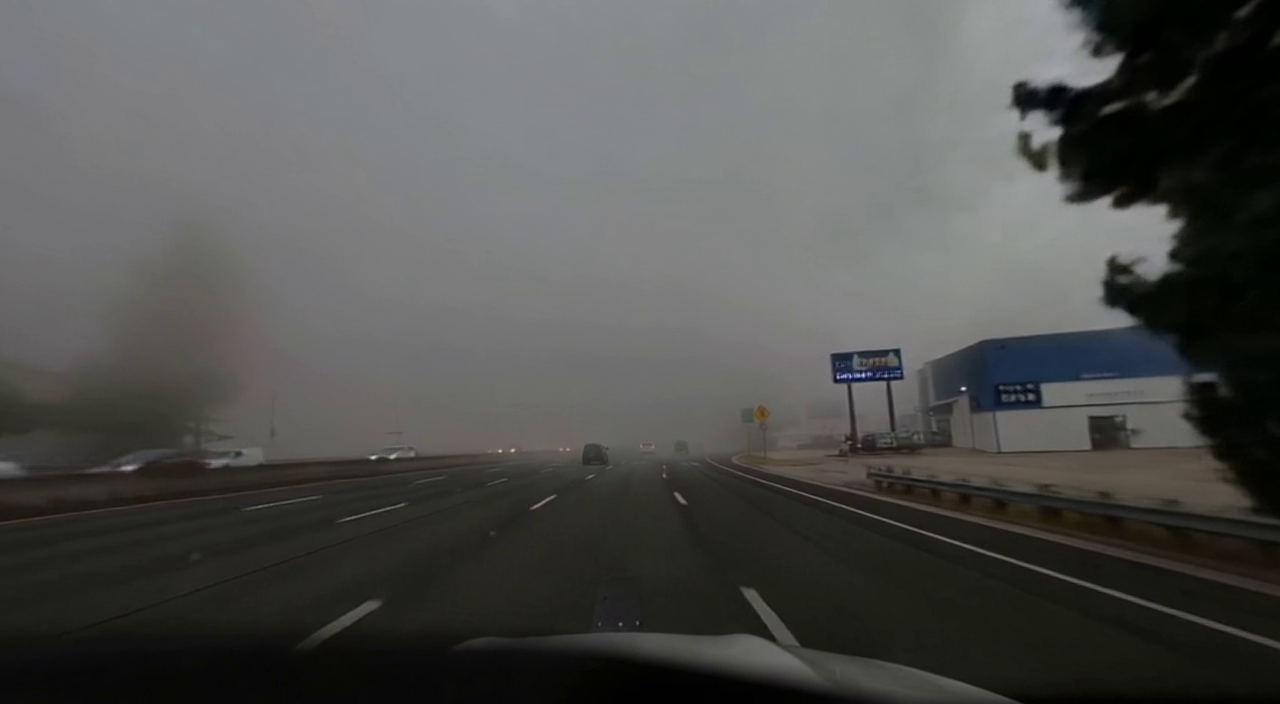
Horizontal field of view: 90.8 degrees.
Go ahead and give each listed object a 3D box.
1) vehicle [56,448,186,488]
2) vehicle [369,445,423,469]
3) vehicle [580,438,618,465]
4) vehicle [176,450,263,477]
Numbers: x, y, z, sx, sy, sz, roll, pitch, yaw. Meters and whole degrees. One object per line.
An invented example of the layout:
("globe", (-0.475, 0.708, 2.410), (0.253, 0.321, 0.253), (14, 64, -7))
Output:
("vehicle", (-25.529, 5.687, 31.375), (2.032, 1.773, 5.009), (-1, -9, 2))
("vehicle", (-17.706, 7.638, 46.116), (1.958, 1.678, 4.390), (-1, -9, 4))
("vehicle", (-2.738, 6.803, 43.334), (2.139, 1.782, 4.079), (-1, -9, 3))
("vehicle", (-29.122, 7.690, 44.000), (2.016, 1.734, 5.503), (-1, -9, 3))
